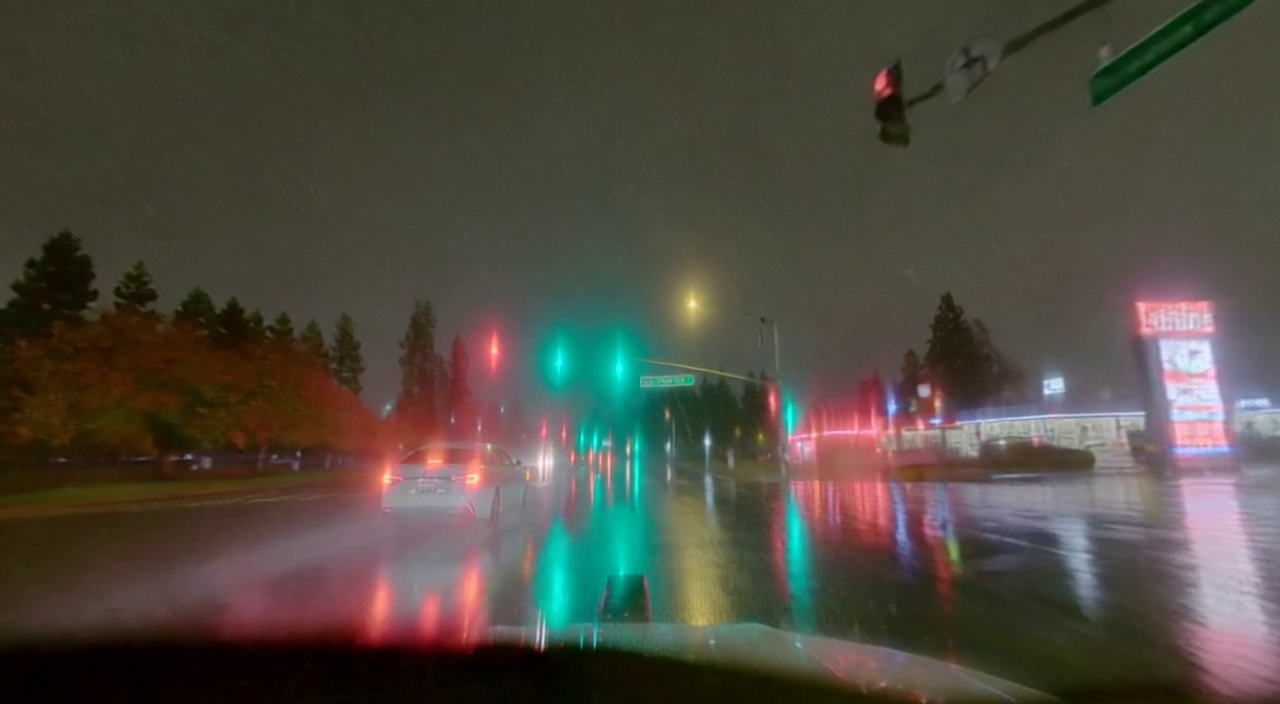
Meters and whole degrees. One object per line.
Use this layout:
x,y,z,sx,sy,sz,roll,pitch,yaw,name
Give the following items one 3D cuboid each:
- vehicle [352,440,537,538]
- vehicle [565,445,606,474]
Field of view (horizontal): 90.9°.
-3.356,2.433,11.883,2.018,1.477,4.401,0,-9,1,vehicle
-3.358,6.699,39.630,2.109,1.692,4.220,0,-9,0,vehicle
